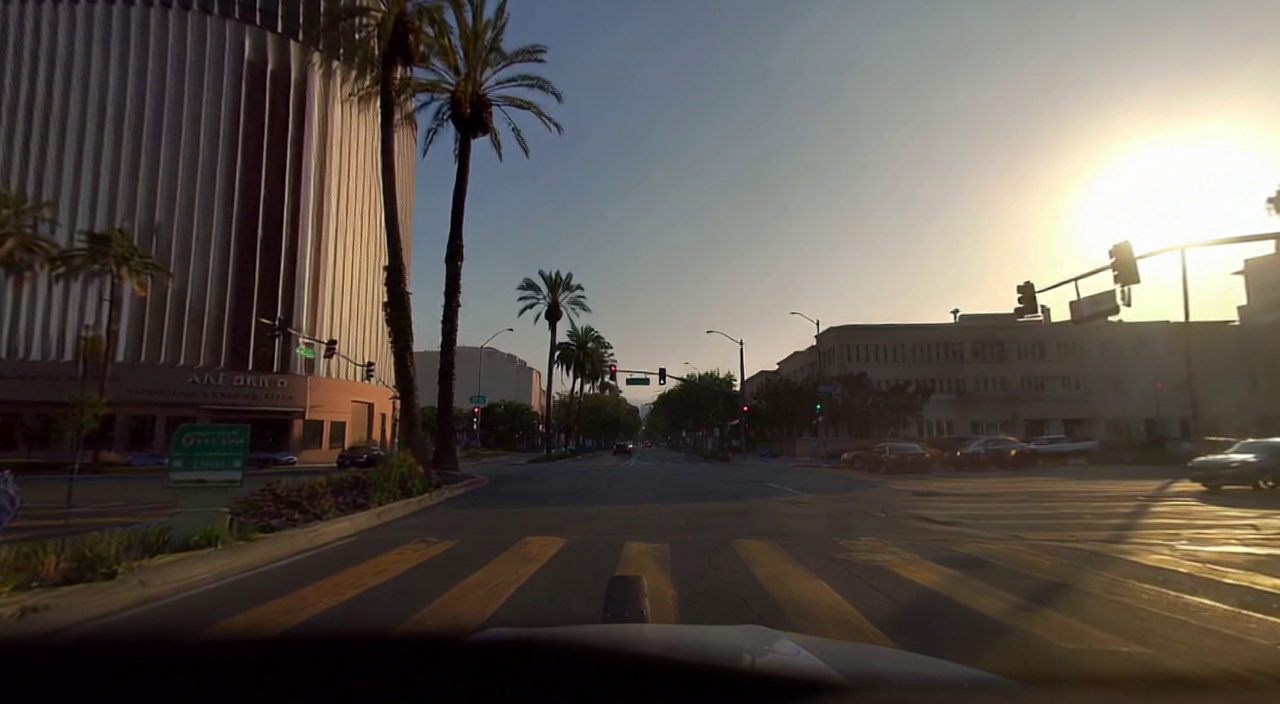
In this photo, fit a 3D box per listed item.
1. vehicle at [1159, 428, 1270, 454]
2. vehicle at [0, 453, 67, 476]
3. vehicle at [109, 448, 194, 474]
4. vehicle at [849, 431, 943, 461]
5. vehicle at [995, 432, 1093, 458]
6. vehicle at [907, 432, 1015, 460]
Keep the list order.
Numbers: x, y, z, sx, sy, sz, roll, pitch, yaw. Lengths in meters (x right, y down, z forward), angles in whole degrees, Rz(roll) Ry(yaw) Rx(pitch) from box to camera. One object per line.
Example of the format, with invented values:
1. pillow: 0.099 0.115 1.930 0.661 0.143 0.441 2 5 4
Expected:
1. vehicle: 33.120 5.162 36.418 4.567 1.458 1.791 0 -8 0
2. vehicle: -41.663 7.605 42.784 3.698 1.467 1.779 0 -8 1
3. vehicle: -33.091 7.385 42.772 4.136 1.661 1.857 0 -8 1
4. vehicle: 14.966 5.526 36.991 4.648 1.665 1.910 0 -8 0
5. vehicle: 23.483 5.445 36.749 4.423 1.465 1.798 0 -8 1
6. vehicle: 16.889 4.964 33.277 4.684 1.461 1.777 0 -8 -1
